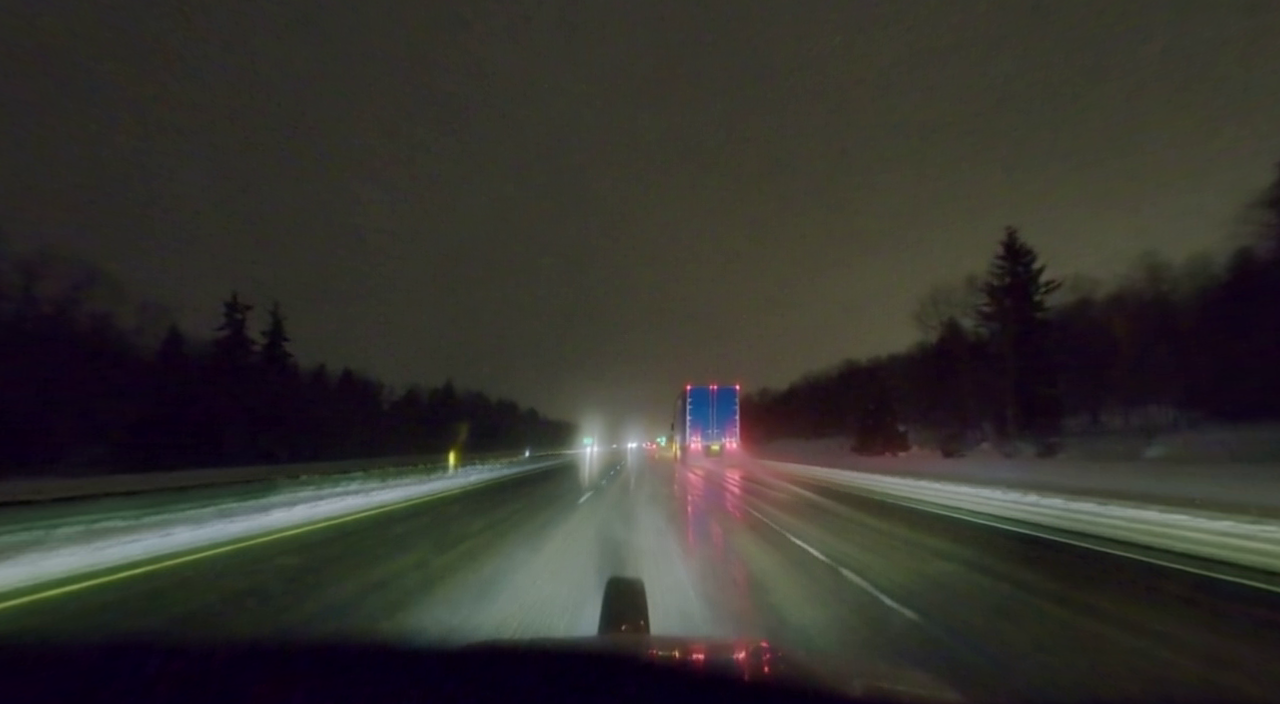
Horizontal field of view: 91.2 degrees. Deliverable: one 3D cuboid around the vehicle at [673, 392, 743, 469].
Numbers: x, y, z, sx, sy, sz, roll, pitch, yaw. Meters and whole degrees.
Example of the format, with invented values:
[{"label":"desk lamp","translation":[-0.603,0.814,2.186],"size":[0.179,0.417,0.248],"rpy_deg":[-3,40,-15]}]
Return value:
[{"label":"vehicle","translation":[4.017,5.281,40.752],"size":[2.933,4.100,14.317],"rpy_deg":[0,-9,0]}]
